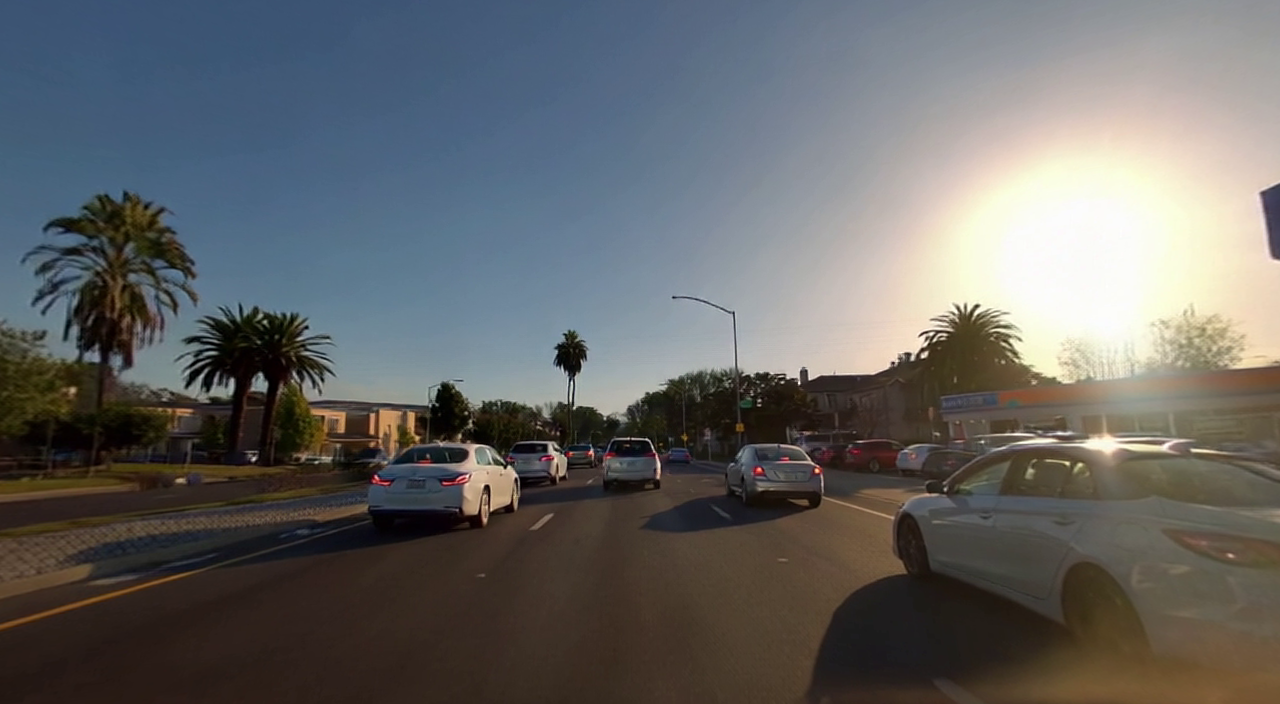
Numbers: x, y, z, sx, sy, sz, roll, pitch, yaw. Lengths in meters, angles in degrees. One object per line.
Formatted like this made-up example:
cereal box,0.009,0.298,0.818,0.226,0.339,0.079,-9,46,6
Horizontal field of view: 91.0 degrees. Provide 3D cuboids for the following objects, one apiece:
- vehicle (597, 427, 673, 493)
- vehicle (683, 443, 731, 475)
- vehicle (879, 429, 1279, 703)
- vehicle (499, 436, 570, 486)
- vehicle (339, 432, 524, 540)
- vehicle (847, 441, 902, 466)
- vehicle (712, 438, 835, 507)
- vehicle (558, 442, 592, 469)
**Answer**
vehicle,-0.145,3.384,20.056,2.164,1.867,4.254,0,-8,0
vehicle,3.367,5.432,32.226,1.880,1.476,3.932,0,-8,-2
vehicle,3.612,1.357,4.697,1.867,1.448,4.436,0,-8,0
vehicle,-3.859,4.056,23.799,1.932,1.695,4.235,0,-8,0
vehicle,-3.334,2.201,11.032,1.864,1.505,4.202,0,-8,-1
vehicle,13.788,5.980,37.279,1.833,1.392,3.588,0,-8,-1
vehicle,3.147,2.942,15.911,1.977,1.480,4.589,0,-8,-2
vehicle,-4.127,6.614,40.454,1.871,1.673,3.920,0,-8,-1
